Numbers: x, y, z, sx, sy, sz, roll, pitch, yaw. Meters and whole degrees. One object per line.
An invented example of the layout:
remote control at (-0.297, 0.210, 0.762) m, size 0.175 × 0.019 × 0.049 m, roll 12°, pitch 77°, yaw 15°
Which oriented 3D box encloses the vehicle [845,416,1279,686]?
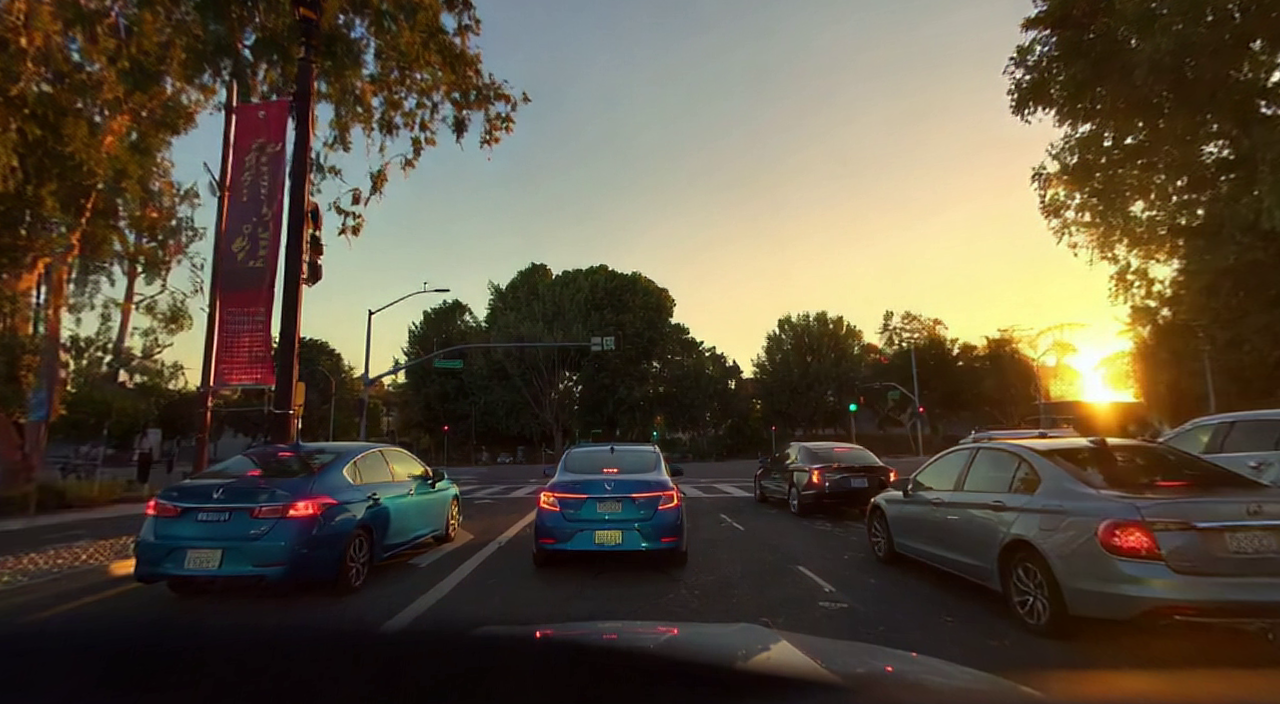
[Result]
vehicle at (3.606, 1.431, 5.774) m, size 1.953 × 1.471 × 4.470 m, roll 0°, pitch -9°, yaw 0°

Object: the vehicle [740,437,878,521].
vehicle at (3.398, 2.611, 13.495) m, size 1.852 × 1.498 × 3.825 m, roll 0°, pitch -9°, yaw -1°

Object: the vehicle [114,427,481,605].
vehicle at (-3.371, 1.671, 7.362) m, size 1.929 × 1.457 × 4.136 m, roll 0°, pitch -9°, yaw 0°

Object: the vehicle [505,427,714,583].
vehicle at (-0.320, 1.741, 7.937) m, size 1.994 × 1.479 × 3.647 m, roll 0°, pitch -9°, yaw -1°
